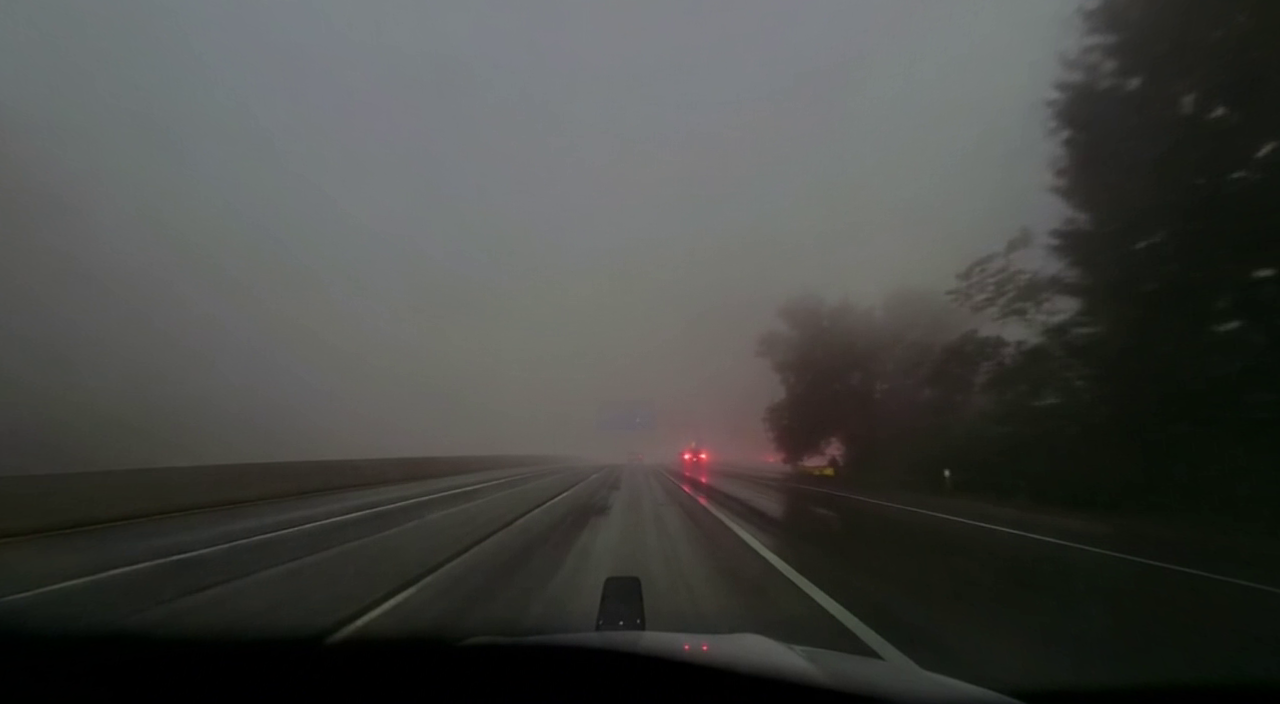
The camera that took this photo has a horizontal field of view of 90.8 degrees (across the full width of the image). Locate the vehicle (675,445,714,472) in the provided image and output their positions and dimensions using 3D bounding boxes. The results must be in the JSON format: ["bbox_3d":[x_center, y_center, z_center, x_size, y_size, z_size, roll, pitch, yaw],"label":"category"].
[{"bbox_3d":[3.557,7.108,42.333,2.133,1.746,4.511,0,-9,-1],"label":"vehicle"}]
